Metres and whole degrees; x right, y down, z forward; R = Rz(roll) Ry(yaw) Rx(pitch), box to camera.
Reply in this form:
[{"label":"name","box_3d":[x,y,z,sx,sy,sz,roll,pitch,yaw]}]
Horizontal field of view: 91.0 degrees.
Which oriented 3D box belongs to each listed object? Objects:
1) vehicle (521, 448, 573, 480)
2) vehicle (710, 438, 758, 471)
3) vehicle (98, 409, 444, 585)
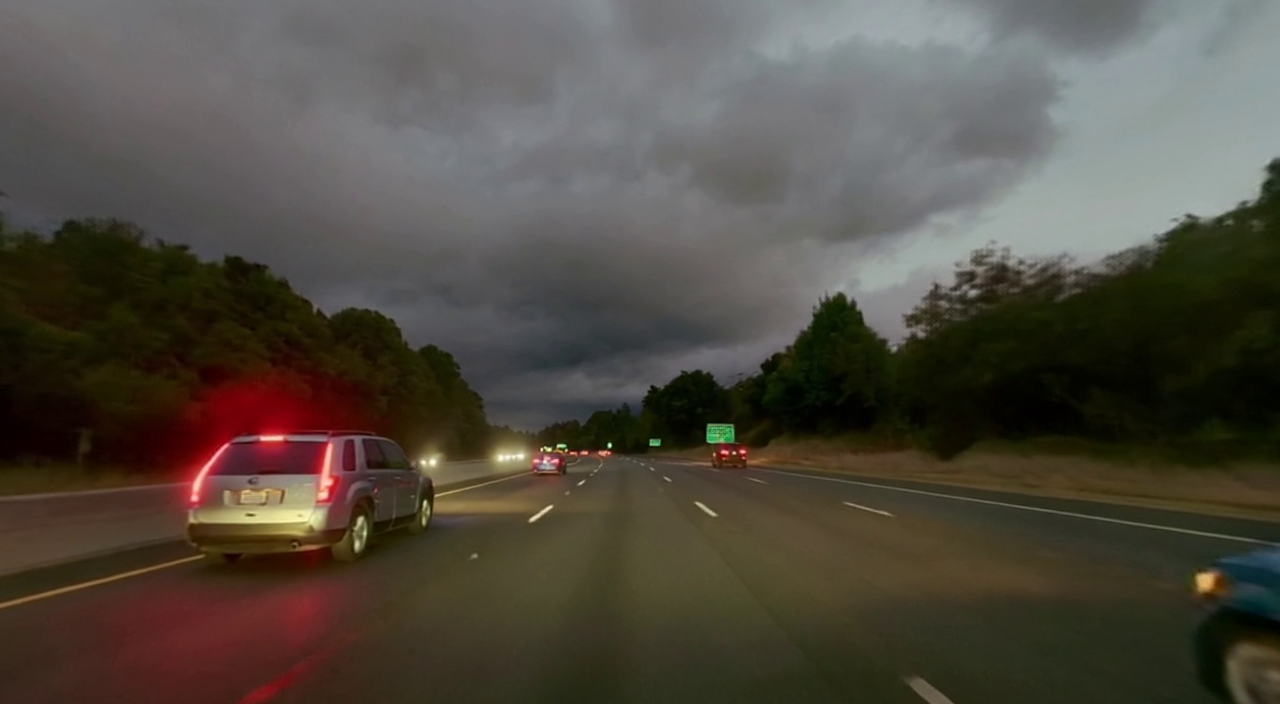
[{"label":"vehicle","box_3d":[-4.539,5.523,31.352,2.009,1.488,4.289,0,-9,-1]},{"label":"vehicle","box_3d":[6.451,7.126,43.860,2.378,2.096,5.119,1,-9,-2]},{"label":"vehicle","box_3d":[-4.389,1.792,8.540,2.079,1.745,4.281,0,-9,0]}]
